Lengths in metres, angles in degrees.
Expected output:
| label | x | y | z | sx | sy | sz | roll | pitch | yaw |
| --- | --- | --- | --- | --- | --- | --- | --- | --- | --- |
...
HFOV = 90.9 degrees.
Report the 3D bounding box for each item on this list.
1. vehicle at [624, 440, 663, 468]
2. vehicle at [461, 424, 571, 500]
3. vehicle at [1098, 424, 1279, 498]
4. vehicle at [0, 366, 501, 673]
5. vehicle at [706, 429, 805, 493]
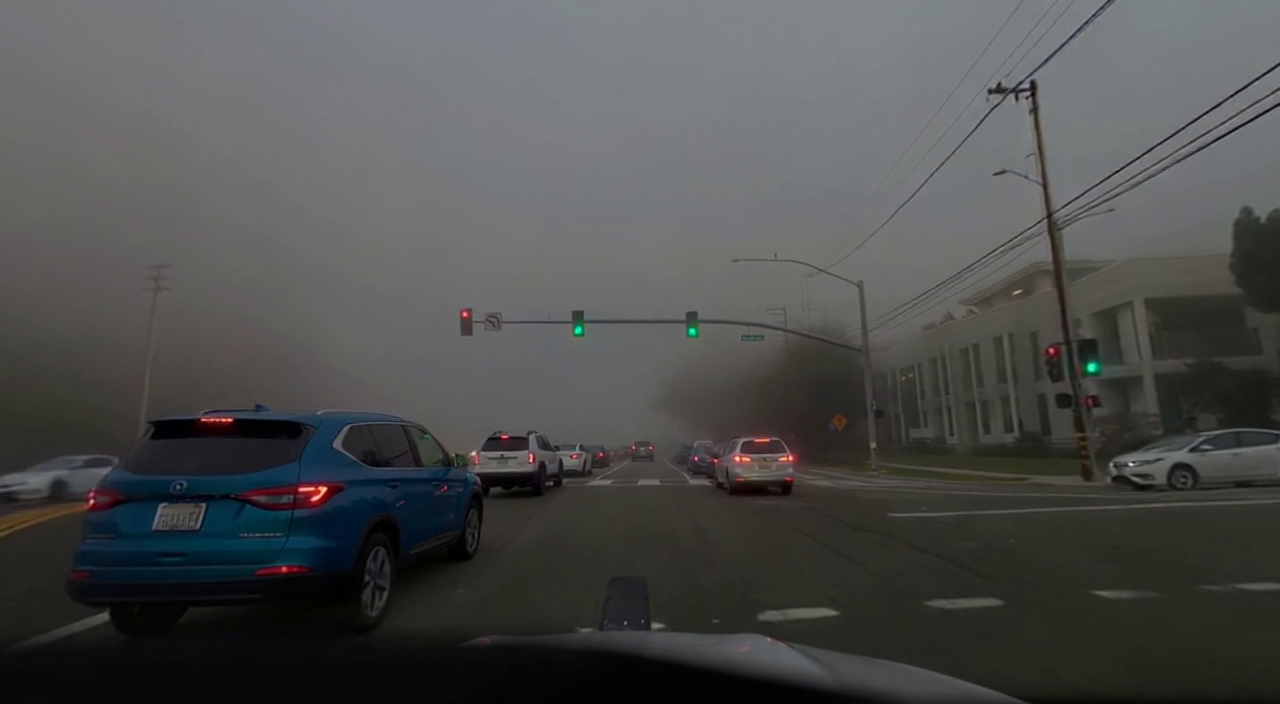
| label | x | y | z | sx | sy | sz | roll | pitch | yaw |
| --- | --- | --- | --- | --- | --- | --- | --- | --- | --- |
| vehicle | 0.207 | 5.914 | 36.625 | 2.185 | 1.515 | 4.215 | 0 | -8 | 0 |
| vehicle | -3.121 | 2.874 | 16.850 | 1.958 | 1.744 | 4.315 | 0 | -8 | 1 |
| vehicle | 13.650 | 2.533 | 14.789 | 4.119 | 1.574 | 2.028 | -2 | -9 | 14 |
| vehicle | -2.916 | 1.274 | 5.848 | 2.127 | 1.754 | 4.287 | 0 | -8 | 2 |
| vehicle | 3.443 | 3.365 | 19.809 | 2.201 | 1.734 | 4.564 | 0 | -8 | -1 |
